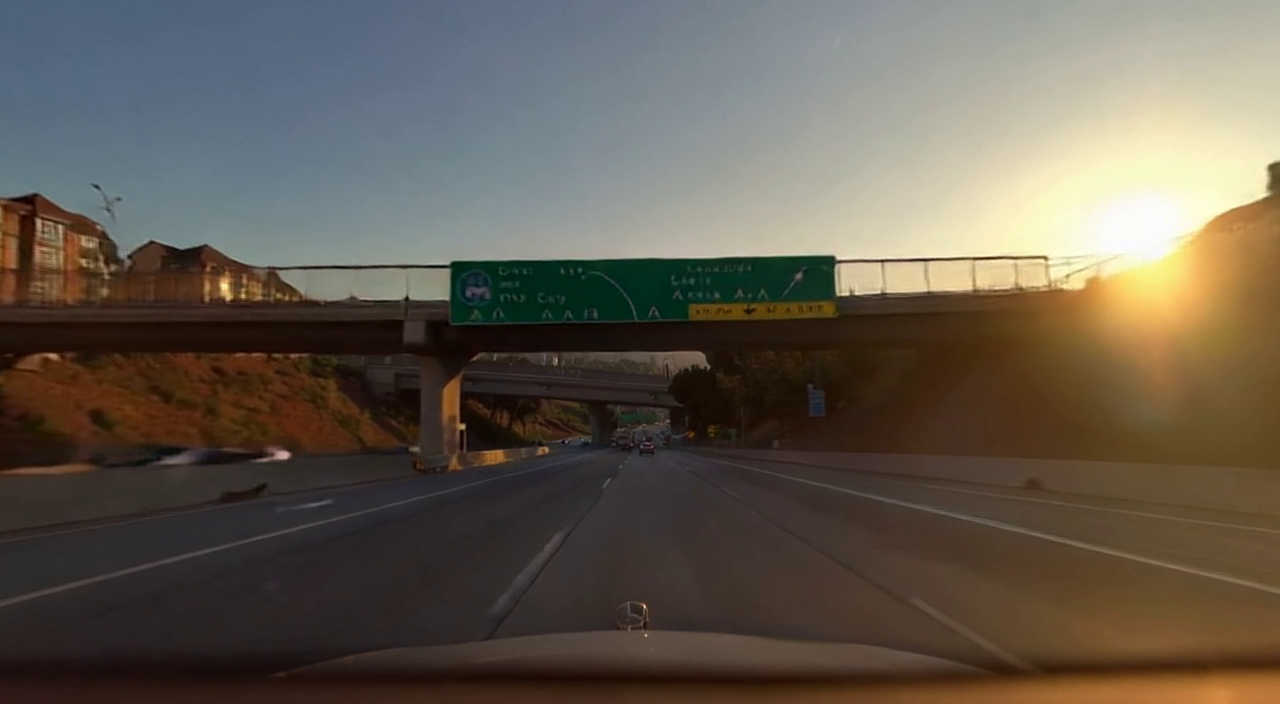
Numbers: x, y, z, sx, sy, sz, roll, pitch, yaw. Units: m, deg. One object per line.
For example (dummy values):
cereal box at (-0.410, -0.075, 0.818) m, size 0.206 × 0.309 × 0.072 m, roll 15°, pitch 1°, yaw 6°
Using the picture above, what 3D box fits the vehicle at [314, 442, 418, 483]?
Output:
vehicle at (-10.838, 4.375, 25.360) m, size 1.998 × 1.484 × 4.695 m, roll 0°, pitch -8°, yaw 1°

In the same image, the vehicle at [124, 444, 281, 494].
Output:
vehicle at (-14.463, 3.844, 21.287) m, size 1.879 × 1.475 × 4.702 m, roll 0°, pitch -8°, yaw 1°
